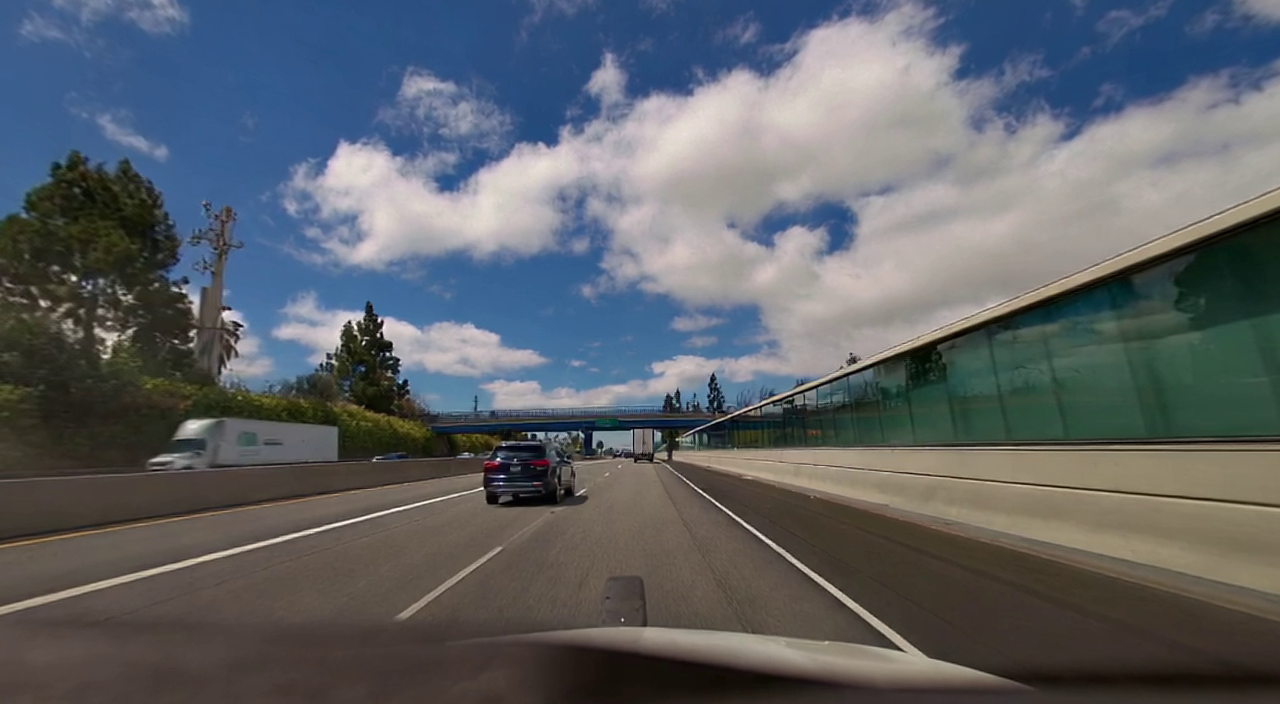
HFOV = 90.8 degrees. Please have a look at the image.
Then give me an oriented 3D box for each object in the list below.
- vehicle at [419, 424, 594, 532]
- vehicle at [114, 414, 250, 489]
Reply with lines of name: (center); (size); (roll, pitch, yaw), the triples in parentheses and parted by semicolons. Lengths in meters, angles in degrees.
vehicle: (-2.318, 2.389, 12.506); (2.299, 1.716, 4.579); (-1, -9, 2)
vehicle: (-25.693, 5.628, 35.848); (3.209, 3.834, 5.863); (0, -9, -1)
